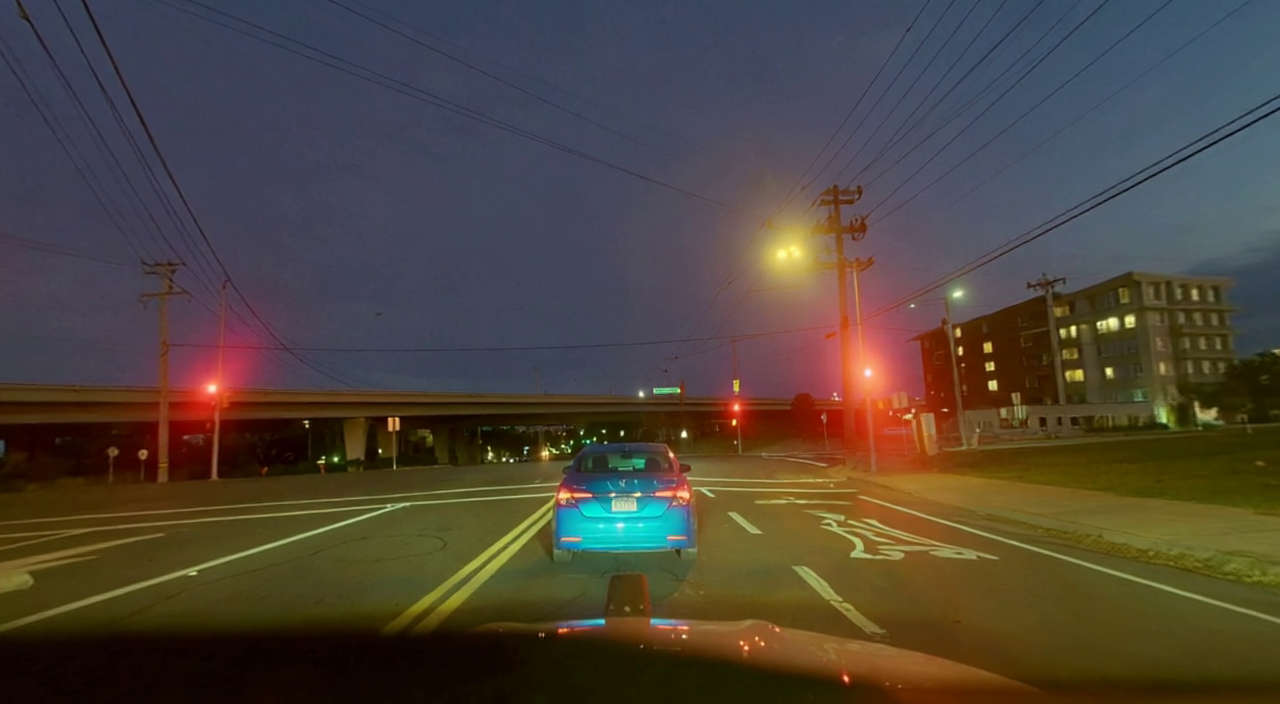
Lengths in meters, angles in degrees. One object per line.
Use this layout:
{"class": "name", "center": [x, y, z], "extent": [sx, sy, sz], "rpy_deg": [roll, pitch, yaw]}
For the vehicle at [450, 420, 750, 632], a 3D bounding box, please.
{"class": "vehicle", "center": [-0.243, 1.526, 6.477], "extent": [2.090, 1.458, 4.033], "rpy_deg": [-1, -9, 1]}
